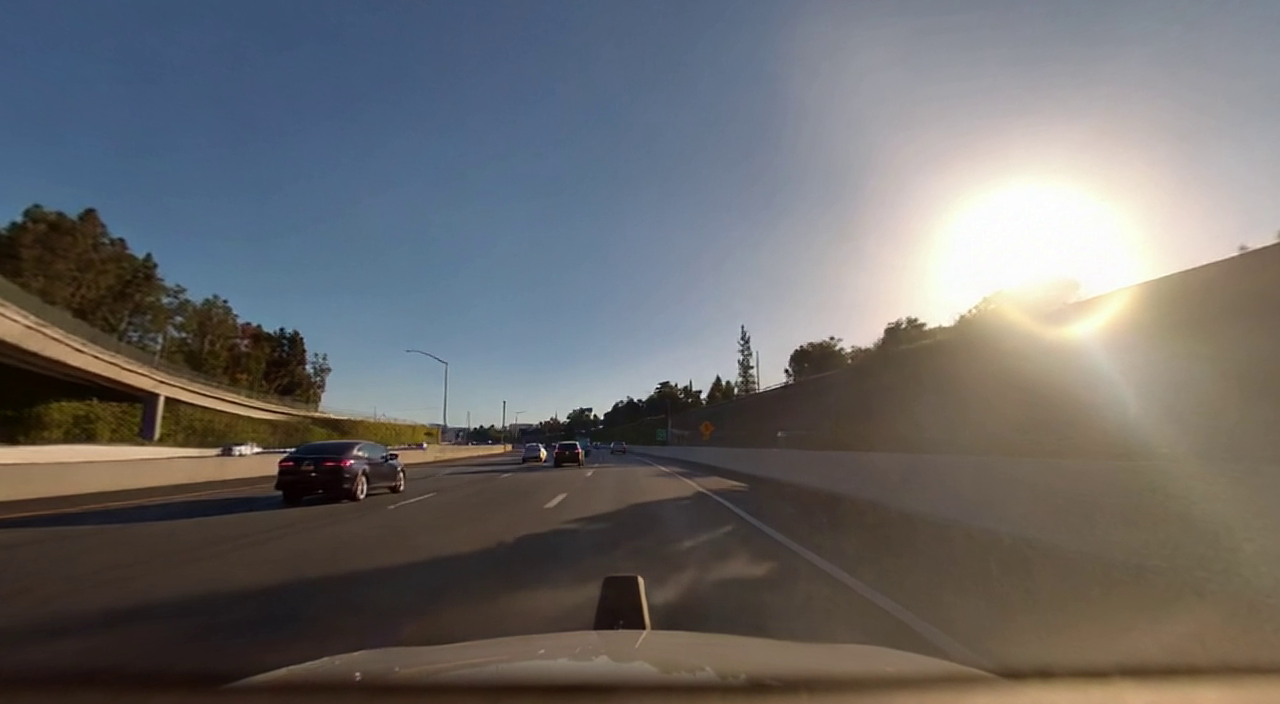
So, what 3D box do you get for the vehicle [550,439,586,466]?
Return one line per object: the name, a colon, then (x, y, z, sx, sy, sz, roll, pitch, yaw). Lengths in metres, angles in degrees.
vehicle: (-4.607, 6.471, 40.998, 1.971, 1.643, 4.009, 0, -8, -2)
